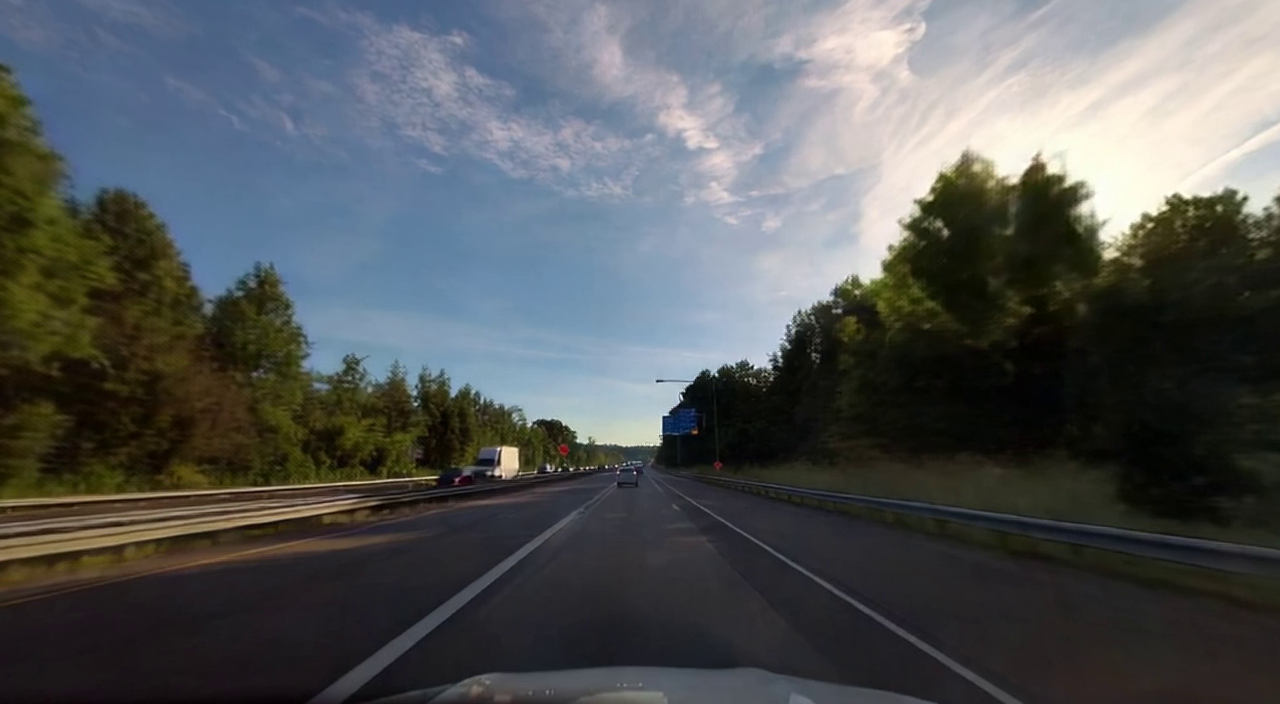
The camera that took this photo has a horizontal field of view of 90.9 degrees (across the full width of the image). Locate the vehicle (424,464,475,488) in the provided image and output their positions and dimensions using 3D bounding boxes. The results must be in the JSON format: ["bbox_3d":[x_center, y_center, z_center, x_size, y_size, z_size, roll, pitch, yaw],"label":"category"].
[{"bbox_3d":[-13.001,8.503,43.343,2.022,1.459,4.613,1,-10,1],"label":"vehicle"}]

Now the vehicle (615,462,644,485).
[{"bbox_3d":[-0.797,9.307,48.334,2.104,1.655,4.039,1,-10,0],"label":"vehicle"}]
